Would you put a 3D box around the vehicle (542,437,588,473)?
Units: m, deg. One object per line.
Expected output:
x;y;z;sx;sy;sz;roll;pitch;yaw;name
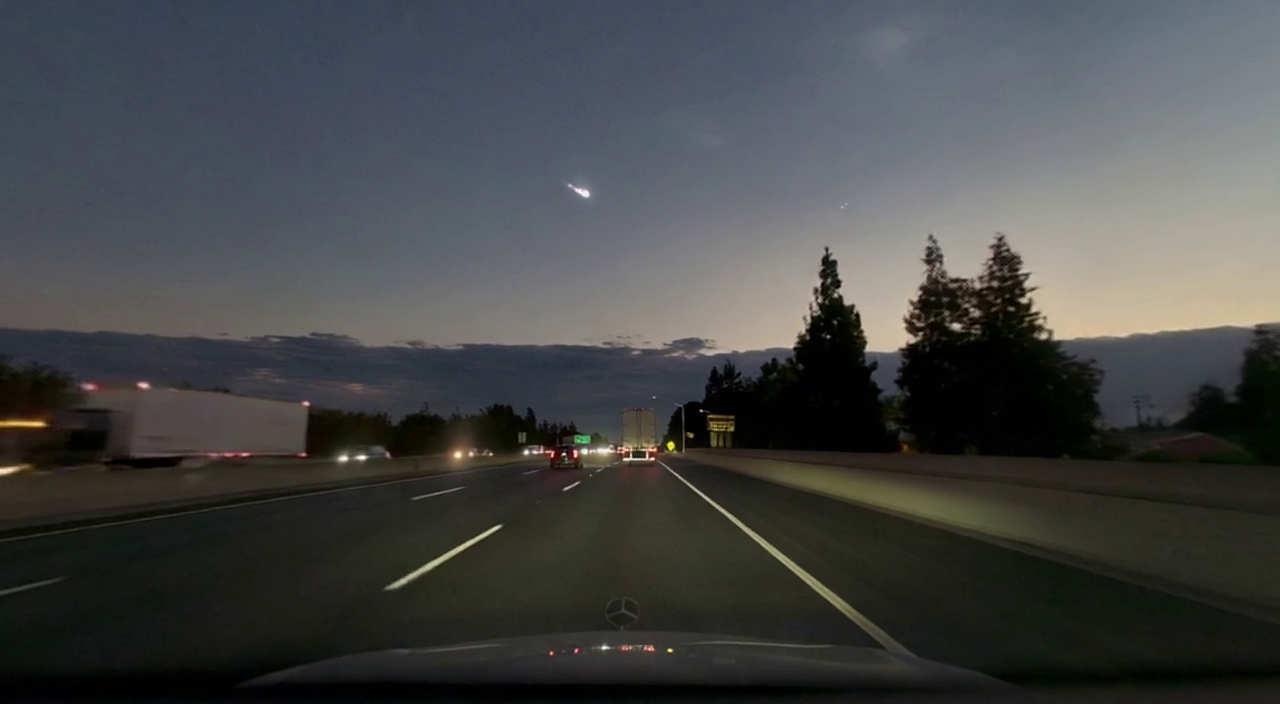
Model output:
-4.296;5.969;36.746;2.139;1.925;4.312;0;-9;0;vehicle

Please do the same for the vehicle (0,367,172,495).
-20.738;2.897;22.743;3.033;3.995;5.883;0;-9;-1;vehicle

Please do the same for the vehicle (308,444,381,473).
-17.332;6.251;37.323;2.001;1.570;4.727;0;-9;0;vehicle
